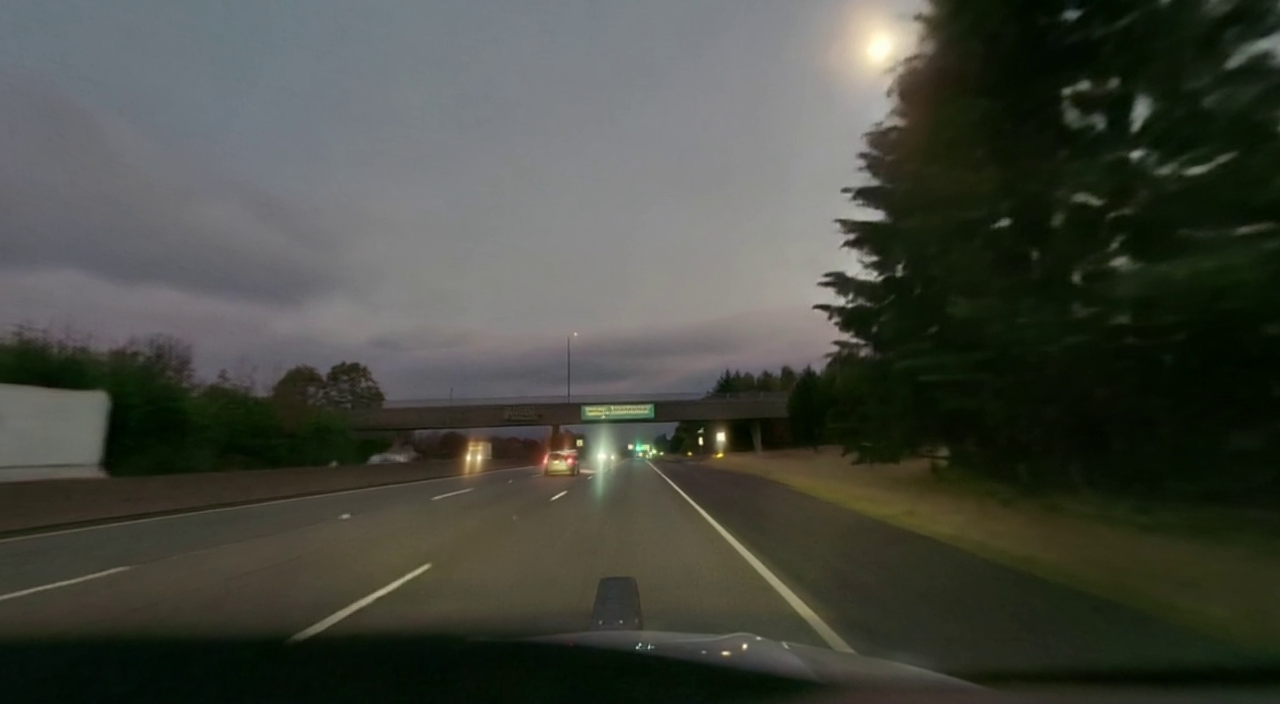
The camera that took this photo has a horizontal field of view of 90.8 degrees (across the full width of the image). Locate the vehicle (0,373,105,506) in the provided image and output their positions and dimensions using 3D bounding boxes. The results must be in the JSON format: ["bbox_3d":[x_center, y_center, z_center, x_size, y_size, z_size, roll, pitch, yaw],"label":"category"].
[{"bbox_3d":[-20.120,1.919,14.392,2.907,3.842,14.891,0,-9,0],"label":"vehicle"}]

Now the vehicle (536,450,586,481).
[{"bbox_3d":[-4.027,5.843,32.828,1.992,1.504,4.117,0,-9,1],"label":"vehicle"}]
